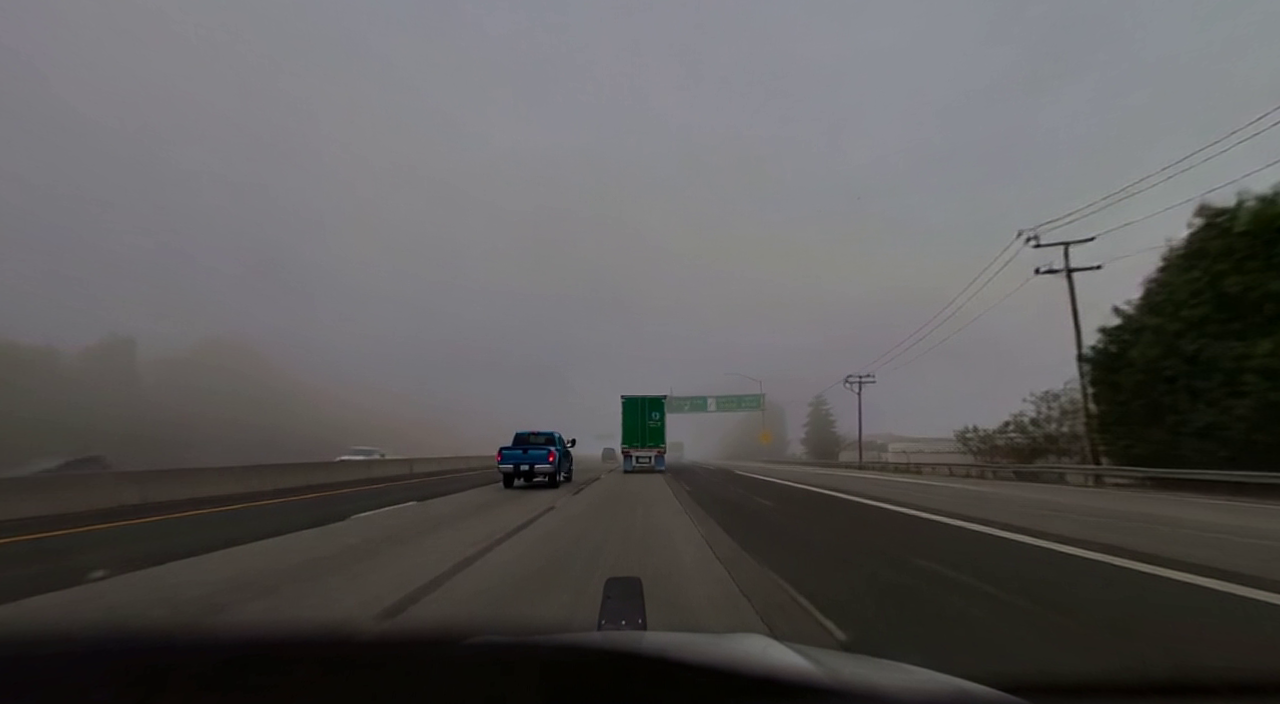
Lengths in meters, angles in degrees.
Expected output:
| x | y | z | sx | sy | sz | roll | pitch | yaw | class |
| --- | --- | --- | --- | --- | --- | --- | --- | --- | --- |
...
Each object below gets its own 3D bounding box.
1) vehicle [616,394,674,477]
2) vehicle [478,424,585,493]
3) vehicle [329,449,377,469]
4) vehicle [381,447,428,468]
| x | y | z | sx | sy | sz | roll | pitch | yaw | class |
| --- | --- | --- | --- | --- | --- | --- | --- | --- | --- |
| 0.304 | 5.089 | 37.889 | 2.879 | 4.085 | 13.125 | 0 | -8 | 0 | vehicle |
| -3.700 | 3.846 | 23.150 | 2.749 | 2.141 | 6.515 | 0 | -8 | 0 | vehicle |
| -21.930 | 8.173 | 48.327 | 1.827 | 1.471 | 3.950 | 0 | -8 | 1 | vehicle |
| -17.838 | 7.995 | 47.957 | 1.903 | 1.474 | 4.223 | 0 | -8 | 1 | vehicle |
